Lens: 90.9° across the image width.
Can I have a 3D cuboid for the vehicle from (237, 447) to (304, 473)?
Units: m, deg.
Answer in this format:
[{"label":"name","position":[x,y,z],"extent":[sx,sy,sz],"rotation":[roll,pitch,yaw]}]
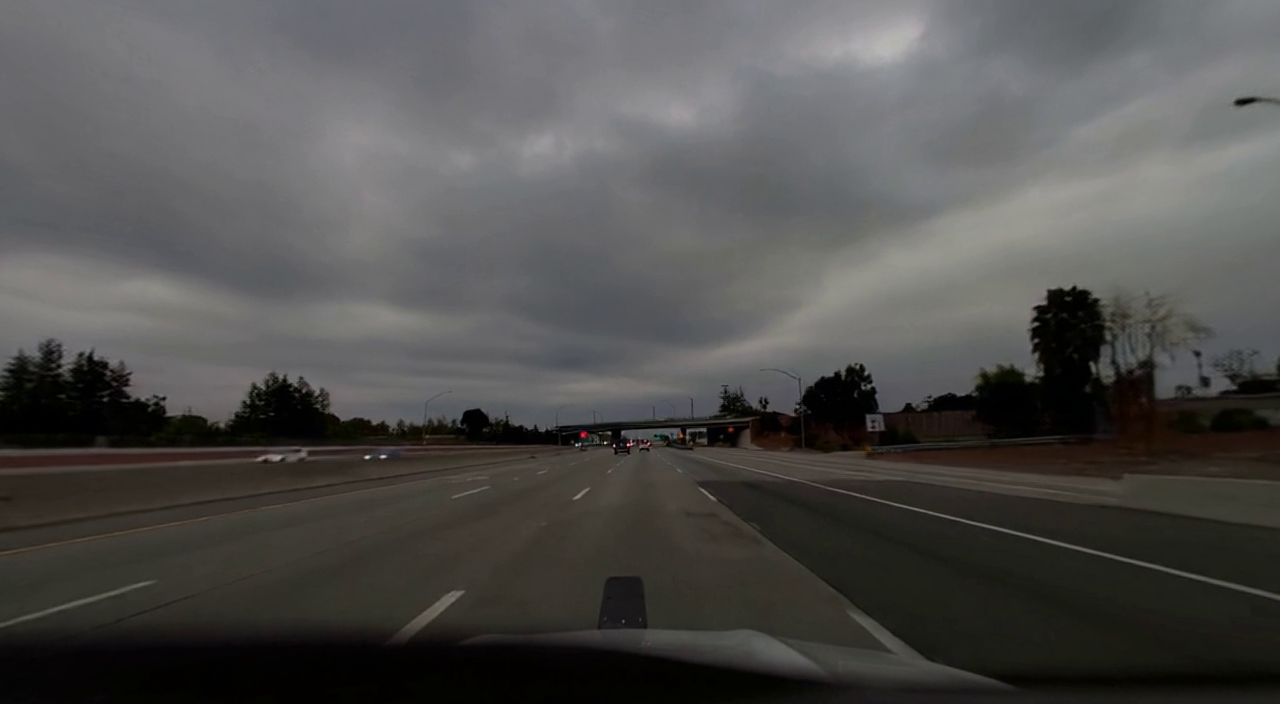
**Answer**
[{"label":"vehicle","position":[-25.411,7.403,43.511],"extent":[1.945,1.621,4.378],"rotation":[0,-9,0]}]
